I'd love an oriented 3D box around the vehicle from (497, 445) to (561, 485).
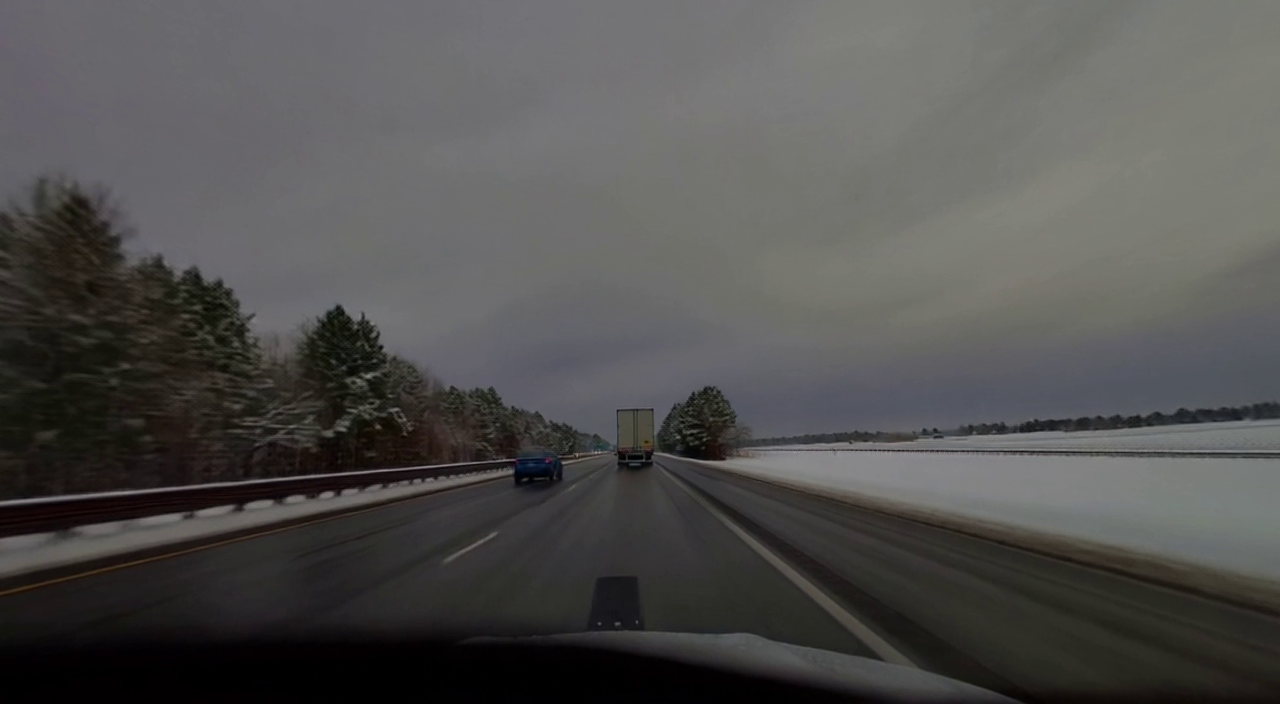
[{"bbox_3d":[-4.515,4.667,26.246,1.937,1.493,3.779,0,-9,0],"label":"vehicle"}]
